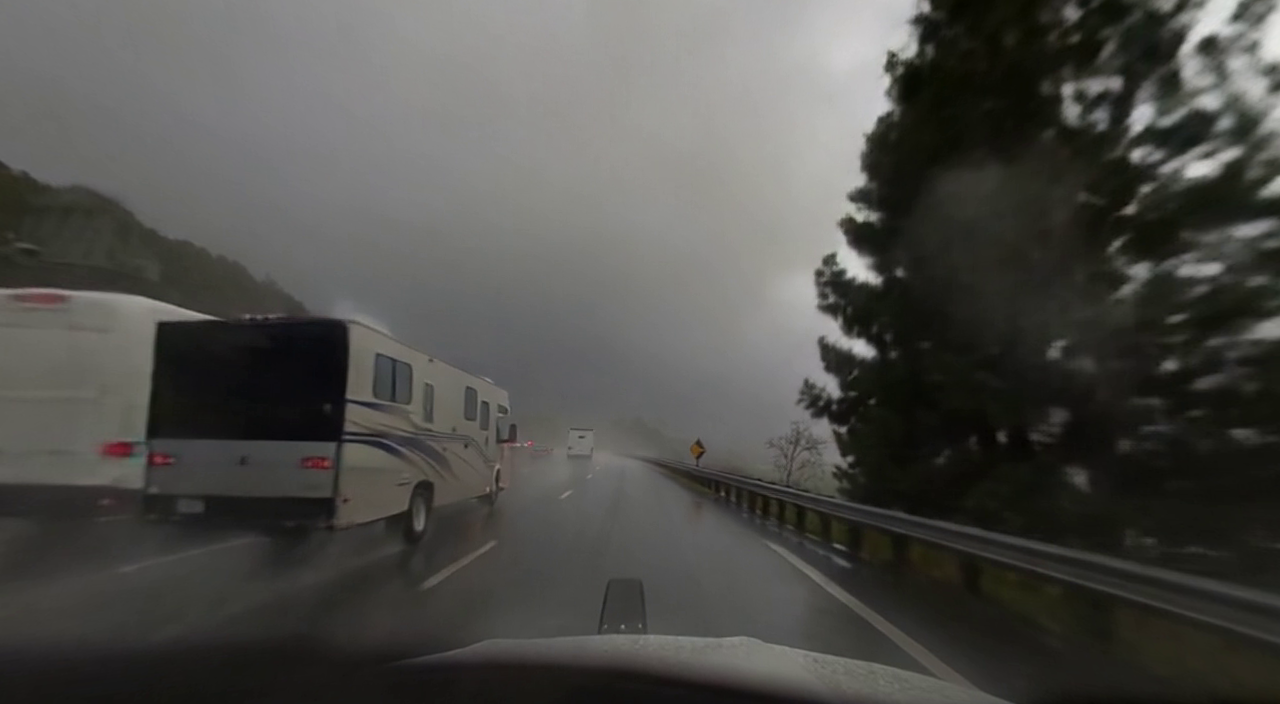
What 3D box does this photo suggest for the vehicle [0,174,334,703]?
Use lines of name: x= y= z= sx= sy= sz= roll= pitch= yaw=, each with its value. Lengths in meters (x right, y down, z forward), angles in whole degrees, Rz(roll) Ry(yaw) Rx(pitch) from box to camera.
vehicle: x=-4.102 y=0.671 z=4.017 sx=2.331 sy=2.583 sz=3.743 roll=0 pitch=-9 yaw=0
